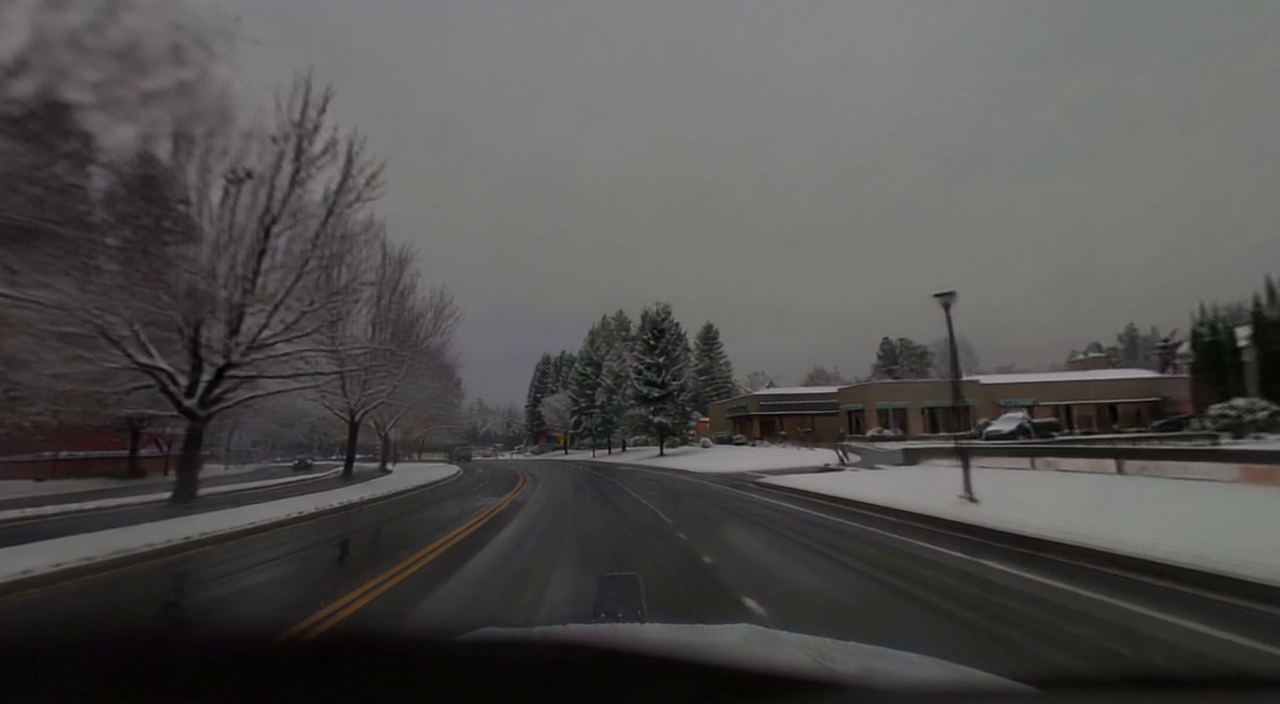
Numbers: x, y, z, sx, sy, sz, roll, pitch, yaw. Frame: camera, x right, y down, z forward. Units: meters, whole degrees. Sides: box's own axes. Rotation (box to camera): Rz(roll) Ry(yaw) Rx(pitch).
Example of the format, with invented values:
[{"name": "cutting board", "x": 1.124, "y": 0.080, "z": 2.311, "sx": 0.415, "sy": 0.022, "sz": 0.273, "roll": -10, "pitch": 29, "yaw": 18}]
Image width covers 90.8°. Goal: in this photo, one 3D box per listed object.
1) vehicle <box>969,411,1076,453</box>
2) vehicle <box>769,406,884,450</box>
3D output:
[{"name": "vehicle", "x": 18.854, "y": 3.981, "z": 31.096, "sx": 4.802, "sy": 1.900, "sz": 2.373, "roll": 5, "pitch": -10, "yaw": -31}, {"name": "vehicle", "x": 12.917, "y": 5.476, "z": 44.548, "sx": 2.757, "sy": 2.765, "sz": 7.526, "roll": 6, "pitch": -11, "yaw": -36}]
